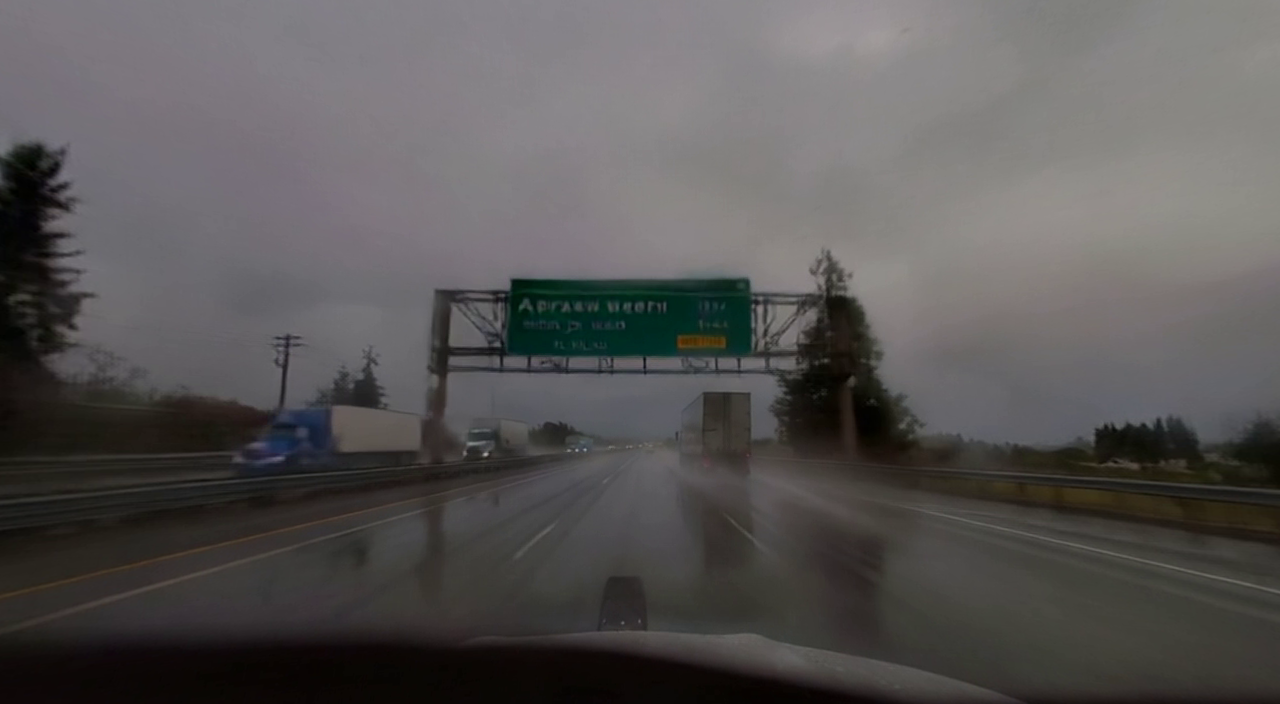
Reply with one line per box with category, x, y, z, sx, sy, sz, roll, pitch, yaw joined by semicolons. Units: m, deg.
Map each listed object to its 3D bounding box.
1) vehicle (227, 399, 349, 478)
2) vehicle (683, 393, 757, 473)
vehicle;-18.648;4.712;33.898;2.998;3.836;5.792;0;-9;0
vehicle;4.553;5.193;39.233;2.784;4.080;13.516;-1;-9;0
